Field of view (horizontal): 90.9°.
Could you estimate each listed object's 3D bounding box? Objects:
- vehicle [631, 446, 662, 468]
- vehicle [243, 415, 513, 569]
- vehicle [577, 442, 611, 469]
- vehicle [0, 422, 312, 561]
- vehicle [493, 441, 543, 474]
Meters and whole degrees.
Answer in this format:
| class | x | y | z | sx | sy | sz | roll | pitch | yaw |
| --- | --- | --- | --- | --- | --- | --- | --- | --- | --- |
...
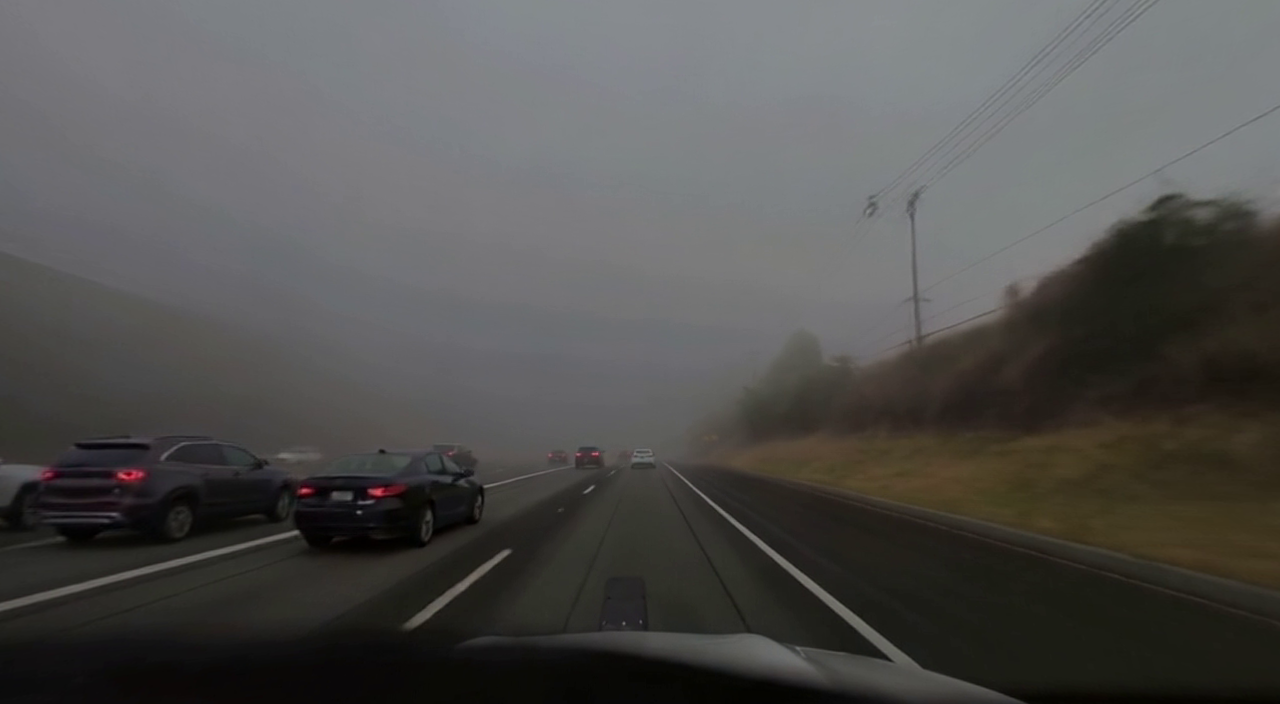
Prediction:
| class | x | y | z | sx | sy | sz | roll | pitch | yaw |
| --- | --- | --- | --- | --- | --- | --- | --- | --- | --- |
| vehicle | 0.399 | 7.241 | 43.681 | 2.074 | 1.465 | 3.977 | 0 | -8 | -1 |
| vehicle | -3.428 | 1.909 | 9.427 | 2.052 | 1.731 | 4.372 | 0 | -8 | 1 |
| vehicle | -3.229 | 7.392 | 45.160 | 2.093 | 1.831 | 4.712 | 0 | -8 | 0 |
| vehicle | -7.227 | 1.985 | 9.743 | 1.959 | 1.652 | 4.170 | 0 | -8 | 1 |
| vehicle | -7.252 | 6.303 | 37.880 | 2.084 | 1.815 | 4.406 | 0 | -8 | 1 |
